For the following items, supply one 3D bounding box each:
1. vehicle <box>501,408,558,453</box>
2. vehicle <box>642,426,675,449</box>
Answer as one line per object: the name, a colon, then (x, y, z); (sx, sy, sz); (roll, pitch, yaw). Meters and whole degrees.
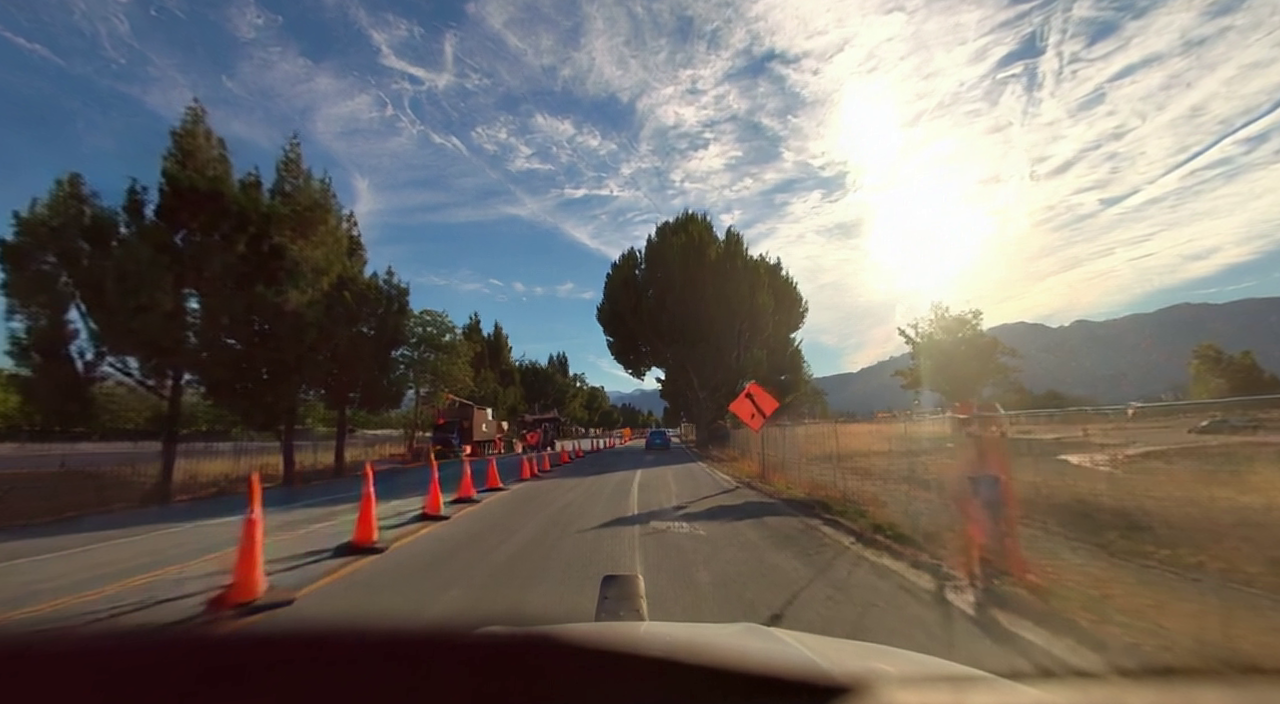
vehicle: (-7.005, 5.036, 40.285); (3.064, 2.710, 2.385); (-1, -9, 3)
vehicle: (1.284, 5.971, 43.977); (2.172, 1.486, 3.581); (-1, -9, 2)
